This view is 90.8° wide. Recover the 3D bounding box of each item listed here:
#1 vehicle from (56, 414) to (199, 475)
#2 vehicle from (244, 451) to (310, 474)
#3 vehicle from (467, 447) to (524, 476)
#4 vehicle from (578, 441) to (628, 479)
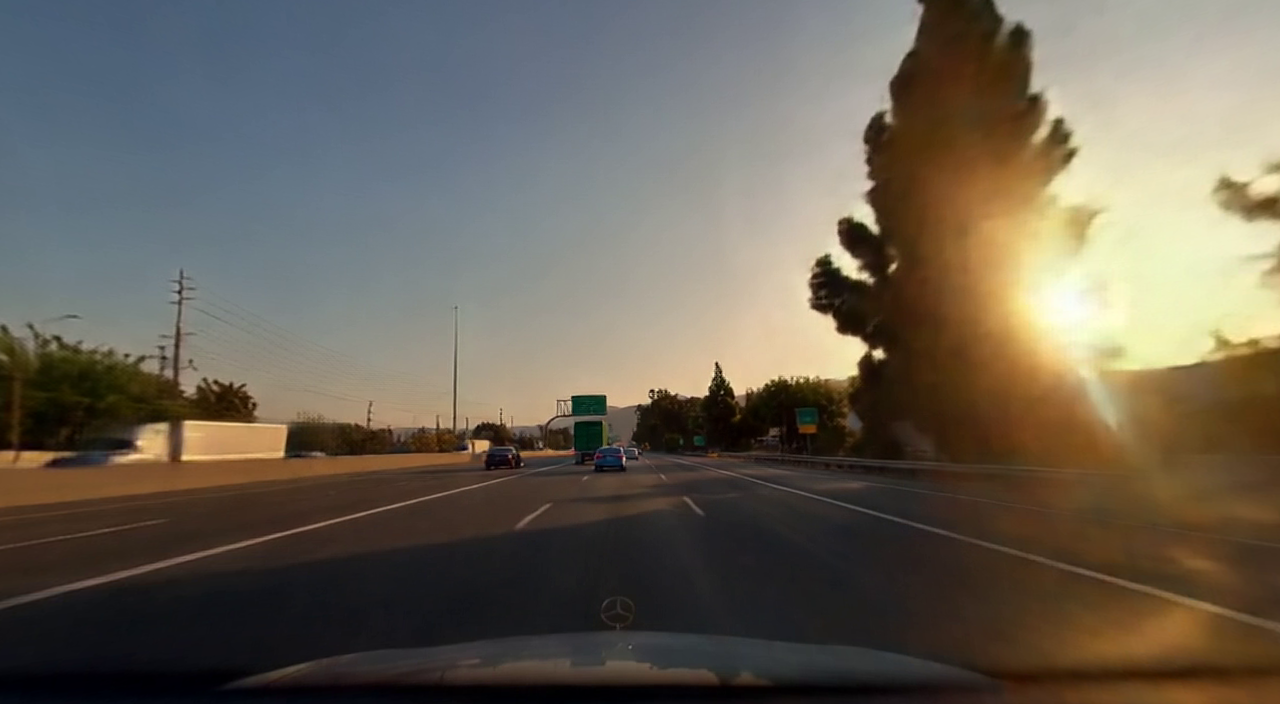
[{"bbox_3d":[-35.248,6.455,44.012,2.998,3.834,8.114,0,-9,0],"label":"vehicle"},{"bbox_3d":[-23.545,7.167,41.133,1.813,1.411,4.115,0,-9,0],"label":"vehicle"},{"bbox_3d":[-7.761,5.890,34.283,2.026,1.477,4.467,0,-9,0],"label":"vehicle"},{"bbox_3d":[-1.656,5.049,29.805,2.033,1.669,4.112,0,-9,1],"label":"vehicle"}]
